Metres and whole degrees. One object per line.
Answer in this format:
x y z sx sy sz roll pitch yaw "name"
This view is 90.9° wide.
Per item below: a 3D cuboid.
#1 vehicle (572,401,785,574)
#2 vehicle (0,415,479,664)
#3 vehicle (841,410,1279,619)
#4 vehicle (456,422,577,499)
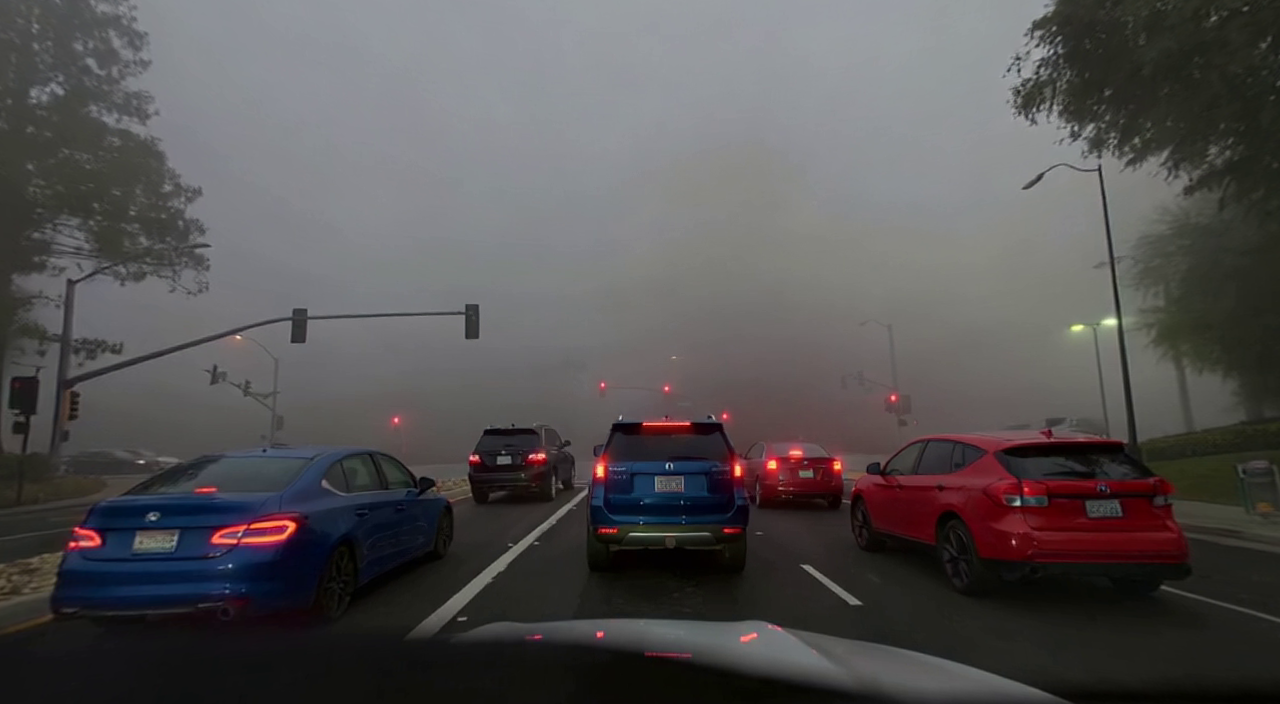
0.386 1.710 8.695 2.172 1.764 4.338 0 -8 0 "vehicle"
-3.071 1.458 6.037 1.876 1.497 4.308 0 -8 0 "vehicle"
3.914 1.552 6.944 1.954 1.592 3.992 0 -8 -2 "vehicle"
-3.215 2.998 17.821 2.230 1.834 5.469 0 -8 1 "vehicle"
